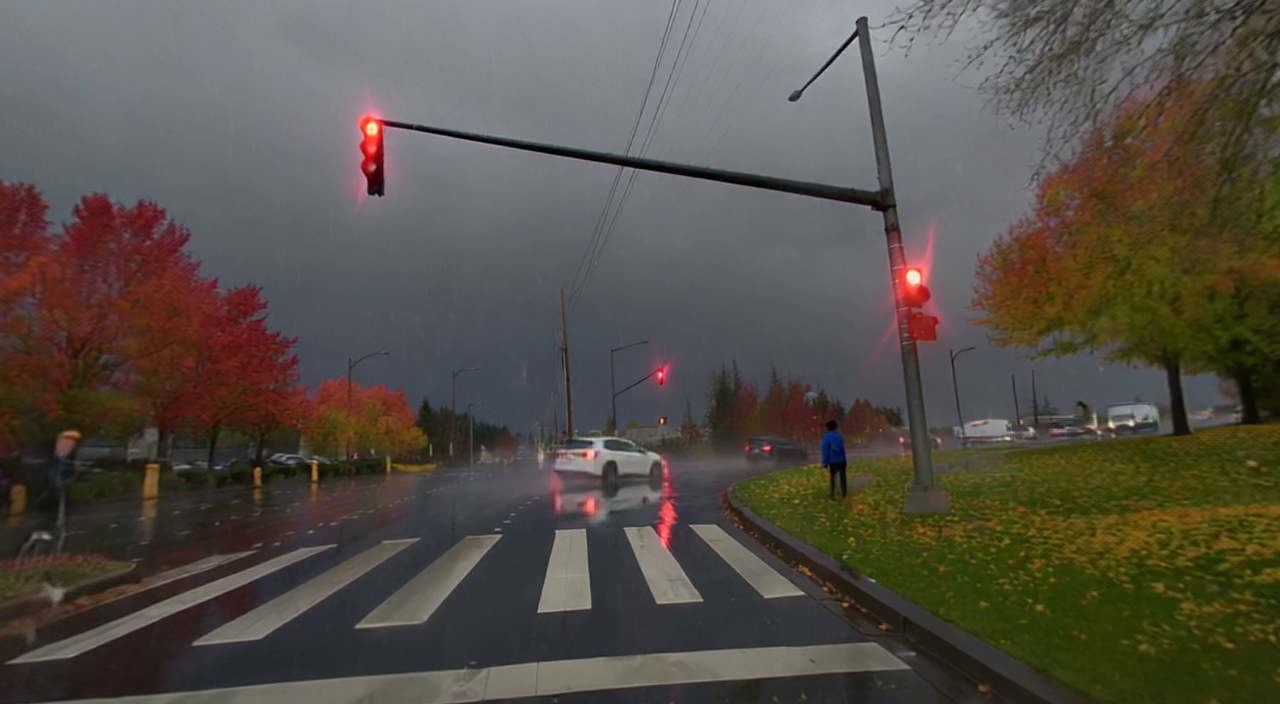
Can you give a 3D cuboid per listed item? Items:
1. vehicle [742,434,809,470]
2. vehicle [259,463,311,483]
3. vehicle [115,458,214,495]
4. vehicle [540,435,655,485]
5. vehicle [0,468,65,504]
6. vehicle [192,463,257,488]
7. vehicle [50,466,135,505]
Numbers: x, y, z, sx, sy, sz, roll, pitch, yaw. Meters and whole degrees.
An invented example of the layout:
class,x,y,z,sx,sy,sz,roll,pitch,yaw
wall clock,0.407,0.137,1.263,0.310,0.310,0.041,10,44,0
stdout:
class,x,y,z,sx,sy,sz,roll,pitch,yaw
vehicle,7.821,5.736,35.945,1.942,1.920,4.263,-8,-11,39
vehicle,-28.119,9.586,49.753,1.776,1.452,3.920,0,-9,0
vehicle,-27.817,7.268,36.911,2.064,1.913,5.081,0,-9,-4
vehicle,-1.636,4.388,25.832,2.036,1.849,4.811,-7,-11,37
vehicle,-30.319,6.453,30.350,1.800,1.520,3.968,2,-9,-14
vehicle,-28.522,8.476,43.178,1.768,1.465,3.972,0,-9,-1
vehicle,-25.414,6.157,29.264,1.694,1.528,4.225,3,-9,-23
